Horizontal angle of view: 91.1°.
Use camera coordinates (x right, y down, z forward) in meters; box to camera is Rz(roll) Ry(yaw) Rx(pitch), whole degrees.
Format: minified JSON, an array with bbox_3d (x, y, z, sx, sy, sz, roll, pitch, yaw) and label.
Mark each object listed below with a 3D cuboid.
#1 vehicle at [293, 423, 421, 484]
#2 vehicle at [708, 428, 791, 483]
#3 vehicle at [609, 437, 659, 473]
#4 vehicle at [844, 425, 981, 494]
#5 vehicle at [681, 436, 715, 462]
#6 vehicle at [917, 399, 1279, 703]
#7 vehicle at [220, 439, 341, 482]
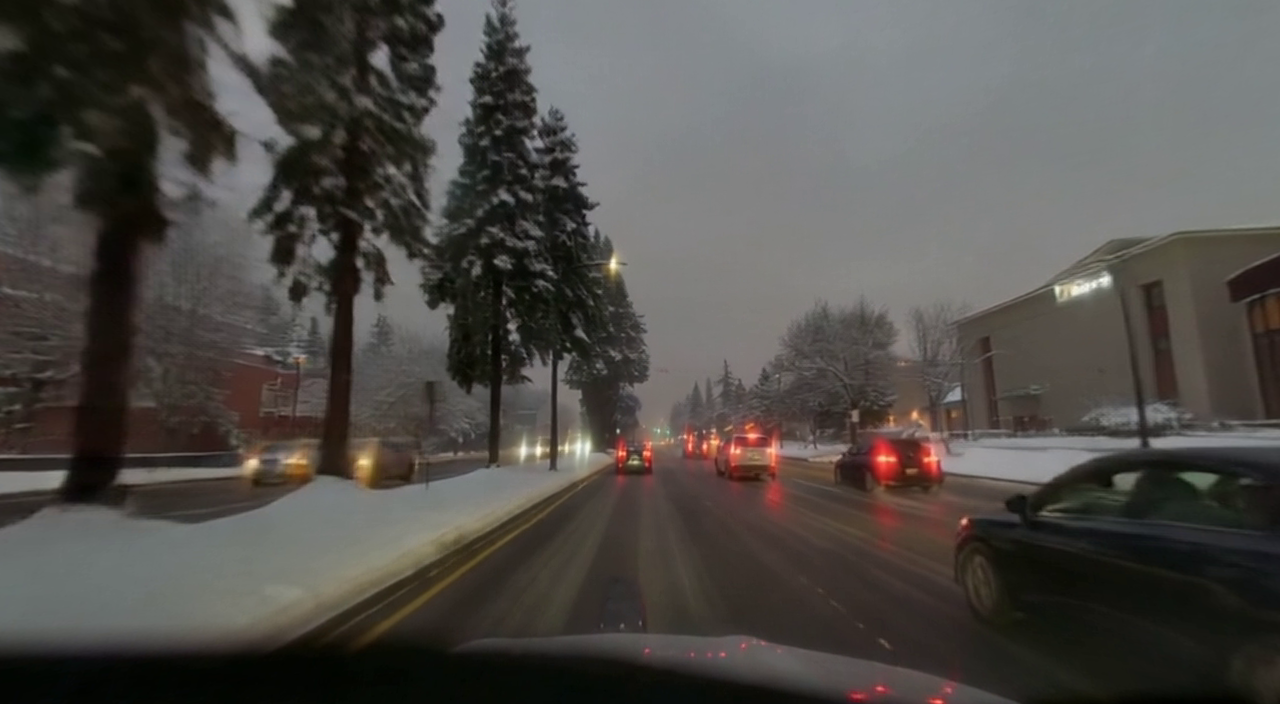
[{"bbox_3d":[-8.166,2.981,18.549,1.939,1.574,3.820,0,-9,0],"label":"vehicle"},{"bbox_3d":[3.716,3.620,22.067,2.130,1.718,4.310,0,-9,0],"label":"vehicle"},{"bbox_3d":[-0.234,4.731,28.879,2.111,1.506,4.018,0,-9,0],"label":"vehicle"},{"bbox_3d":[7.642,3.068,18.174,2.008,1.714,4.407,0,-9,0],"label":"vehicle"},{"bbox_3d":[4.021,6.860,44.276,1.982,1.709,4.427,0,-9,-1],"label":"vehicle"},{"bbox_3d":[3.423,1.057,3.172,2.010,1.490,4.639,0,-9,1],"label":"vehicle"},{"bbox_3d":[-15.160,4.599,26.919,2.054,1.669,5.220,0,-9,0],"label":"vehicle"}]
